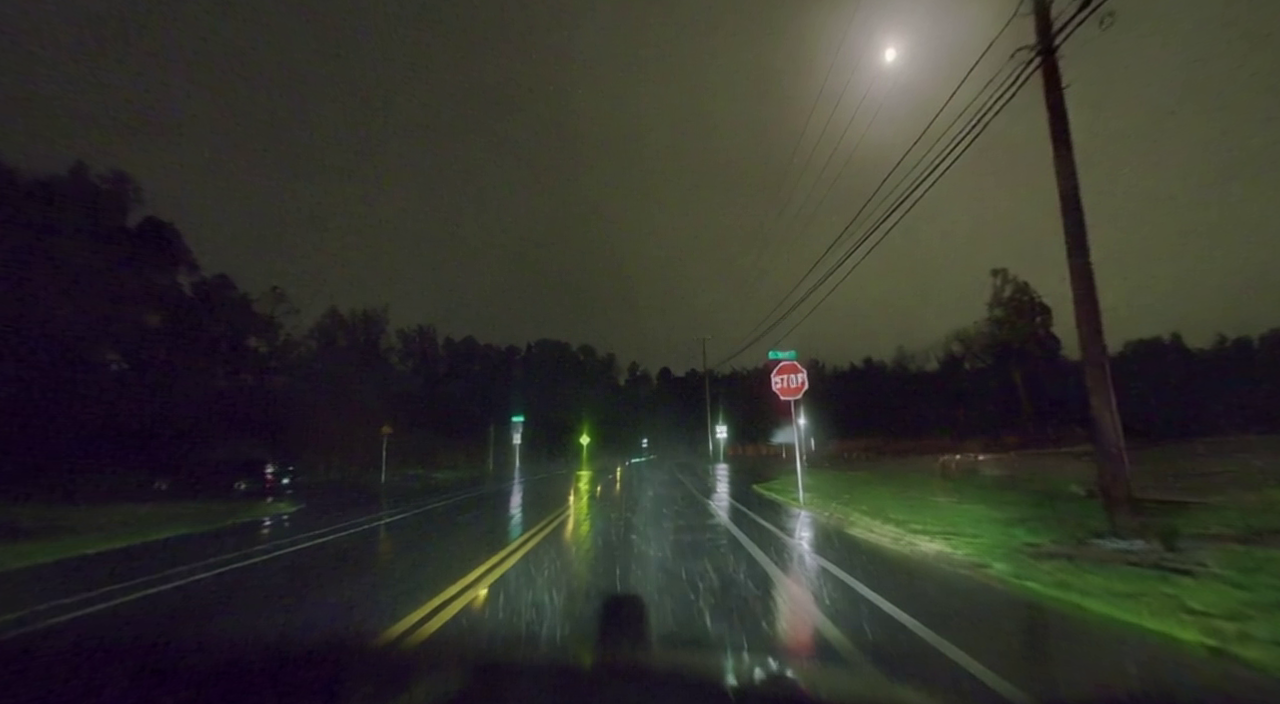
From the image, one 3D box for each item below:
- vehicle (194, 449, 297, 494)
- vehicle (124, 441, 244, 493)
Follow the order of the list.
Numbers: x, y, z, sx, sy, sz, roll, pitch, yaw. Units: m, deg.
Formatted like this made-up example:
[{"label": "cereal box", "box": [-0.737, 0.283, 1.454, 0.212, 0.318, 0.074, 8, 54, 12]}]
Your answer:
[{"label": "vehicle", "box": [-14.730, 4.440, 23.777, 1.739, 1.539, 3.548, 0, -8, -4]}, {"label": "vehicle", "box": [-17.882, 4.527, 24.995, 1.849, 1.831, 3.980, -2, -10, -2]}]
